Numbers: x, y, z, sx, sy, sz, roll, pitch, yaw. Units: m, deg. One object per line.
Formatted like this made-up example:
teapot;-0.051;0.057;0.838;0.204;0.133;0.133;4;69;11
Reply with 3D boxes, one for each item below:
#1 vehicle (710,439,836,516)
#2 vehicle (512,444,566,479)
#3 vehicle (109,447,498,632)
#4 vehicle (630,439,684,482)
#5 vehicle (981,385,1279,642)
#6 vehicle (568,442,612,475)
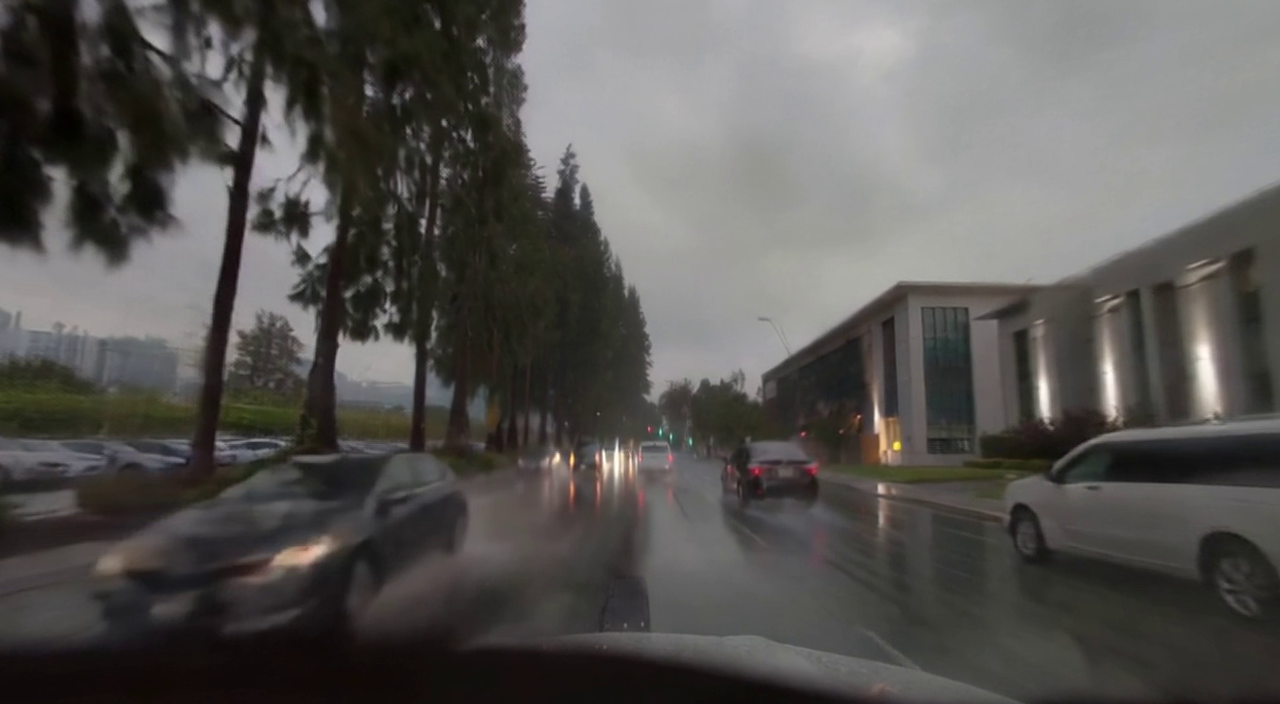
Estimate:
vehicle;2.927;2.846;14.857;1.991;1.536;4.116;0;-9;-1
vehicle;-5.466;5.983;34.820;2.132;1.769;4.760;0;-9;1
vehicle;-3.117;1.788;7.079;1.997;1.415;4.195;0;-9;1
vehicle;0.693;4.596;26.961;2.105;1.653;3.887;0;-9;0
vehicle;5.592;1.373;6.011;2.059;1.813;4.637;0;-9;0
vehicle;-2.743;5.972;35.590;2.065;1.708;4.311;0;-9;1
